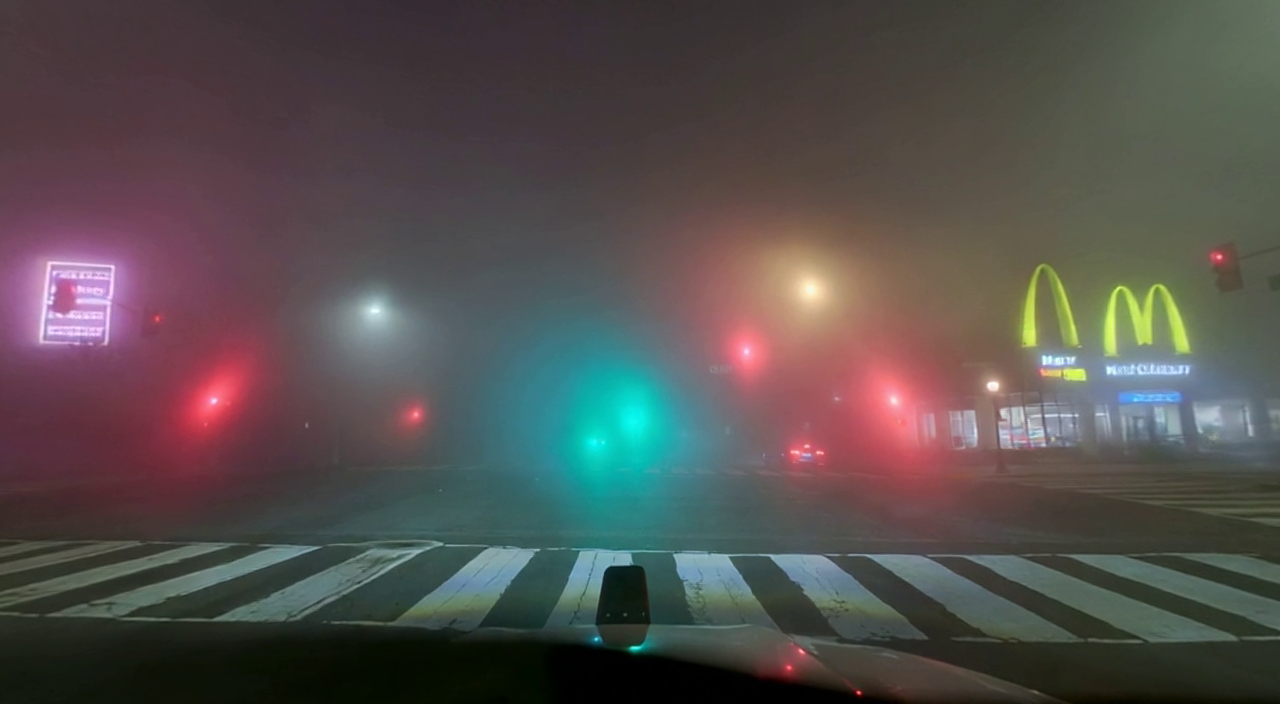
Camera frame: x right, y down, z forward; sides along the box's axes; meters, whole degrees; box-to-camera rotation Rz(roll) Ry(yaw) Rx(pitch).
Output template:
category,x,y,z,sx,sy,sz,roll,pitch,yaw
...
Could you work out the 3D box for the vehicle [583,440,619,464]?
category,x,y,z,sx,sy,sz,roll,pitch,yaw
vehicle,-2.524,6.626,41.908,2.104,1.468,4.195,0,-8,1
